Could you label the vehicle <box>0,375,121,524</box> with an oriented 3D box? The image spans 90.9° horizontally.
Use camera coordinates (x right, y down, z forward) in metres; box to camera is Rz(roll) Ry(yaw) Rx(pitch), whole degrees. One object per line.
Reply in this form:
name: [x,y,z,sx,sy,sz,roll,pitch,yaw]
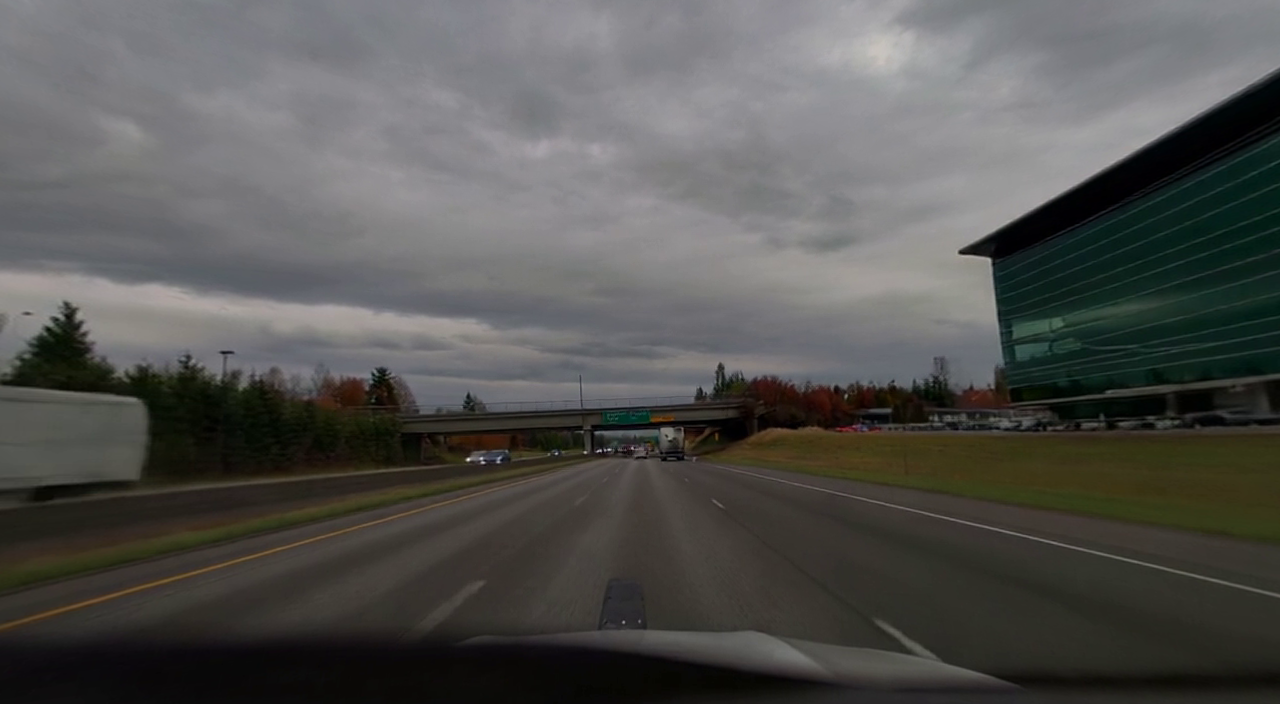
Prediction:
vehicle: [-15.363,2.022,12.987,2.668,3.229,7.672,0,-9,0]
